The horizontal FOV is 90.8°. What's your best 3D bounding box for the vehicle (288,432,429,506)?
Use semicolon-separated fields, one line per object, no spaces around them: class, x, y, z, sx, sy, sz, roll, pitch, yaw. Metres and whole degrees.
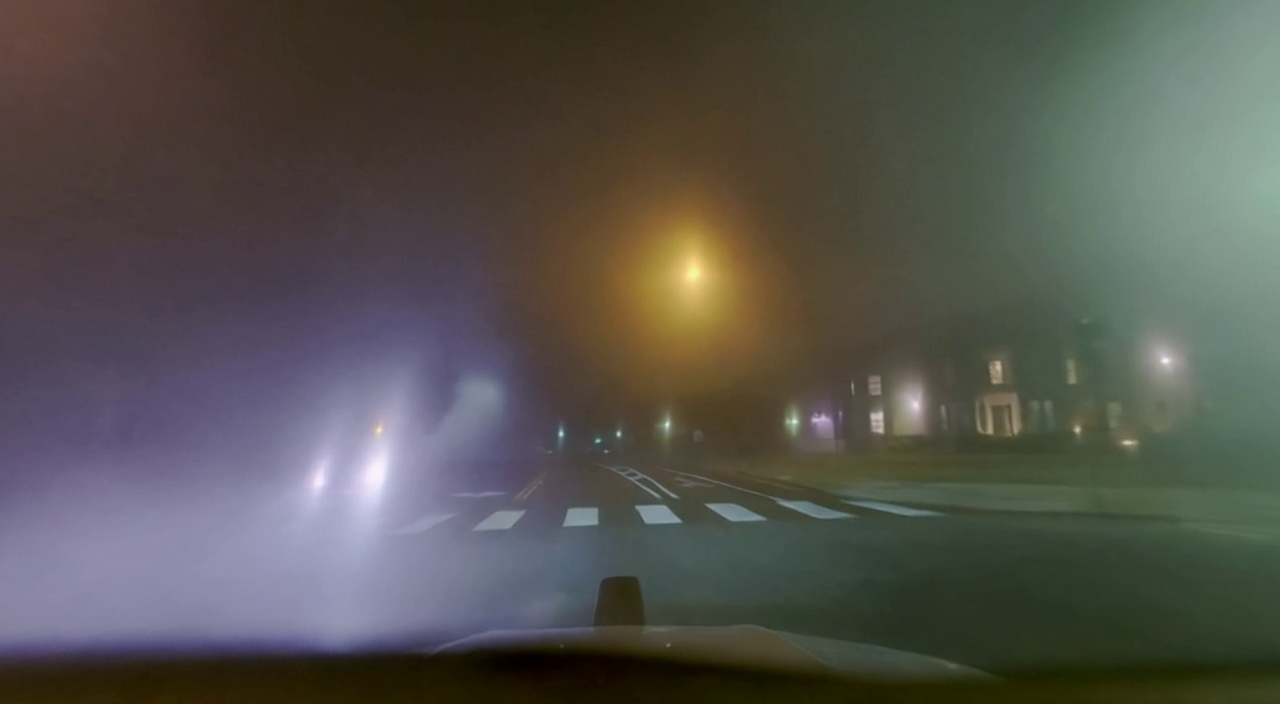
vehicle;-7.888;3.284;18.348;2.247;1.801;4.672;0;-8;-5

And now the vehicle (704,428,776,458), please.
vehicle;7.433;6.786;47.064;4.697;1.861;2.126;1;-12;-19
